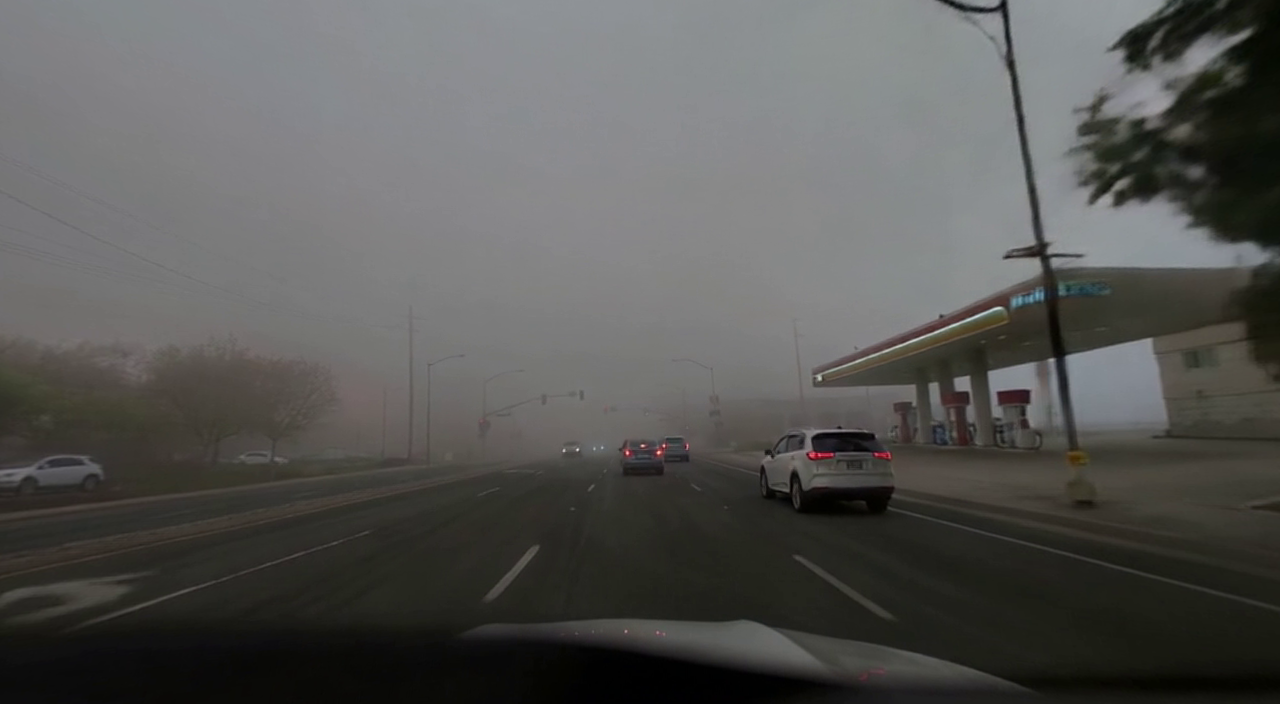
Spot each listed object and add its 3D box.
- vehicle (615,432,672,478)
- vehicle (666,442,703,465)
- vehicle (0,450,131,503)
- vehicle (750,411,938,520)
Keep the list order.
[{"bbox_3d":[0.055,4.166,25.768,2.164,1.718,3.881,0,-8,-2],"label":"vehicle"},{"bbox_3d":[2.648,6.149,38.317,1.822,1.331,3.583,0,-8,-3],"label":"vehicle"},{"bbox_3d":[-24.355,4.945,25.390,2.100,1.937,5.517,-4,-9,26],"label":"vehicle"},{"bbox_3d":[3.837,2.252,13.058,2.116,1.791,5.006,0,-8,-1],"label":"vehicle"}]
